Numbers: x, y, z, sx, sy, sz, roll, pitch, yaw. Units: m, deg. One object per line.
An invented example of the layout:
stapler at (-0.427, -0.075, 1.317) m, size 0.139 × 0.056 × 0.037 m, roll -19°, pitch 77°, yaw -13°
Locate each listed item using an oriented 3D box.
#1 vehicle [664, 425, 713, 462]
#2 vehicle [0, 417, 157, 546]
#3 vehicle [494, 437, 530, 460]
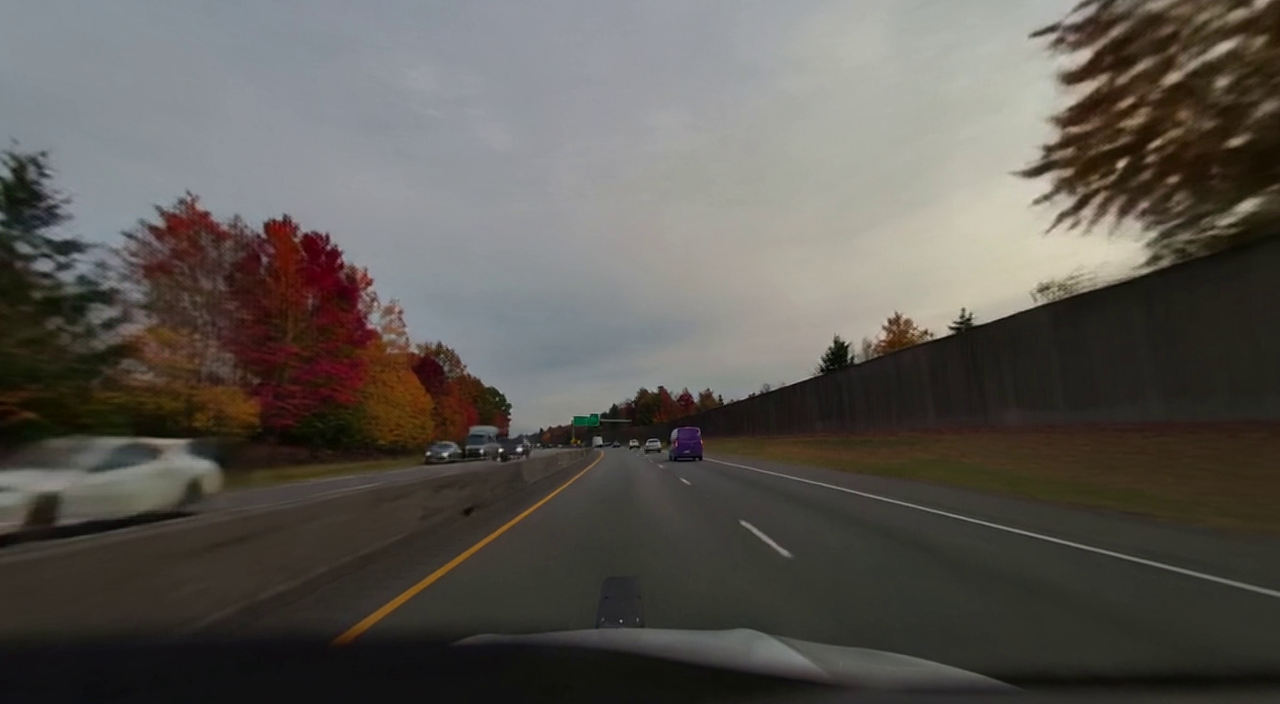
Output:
vehicle at (2.868, 5.603, 38.591) m, size 2.393 × 2.072 × 4.958 m, roll 1°, pitch -8°, yaw -2°
vehicle at (-8.419, 1.568, 7.797) m, size 1.784 × 1.501 × 3.916 m, roll 1°, pitch -8°, yaw -1°
vehicle at (-9.025, 6.853, 44.727) m, size 1.797 × 1.509 × 3.905 m, roll 1°, pitch -8°, yaw -1°
